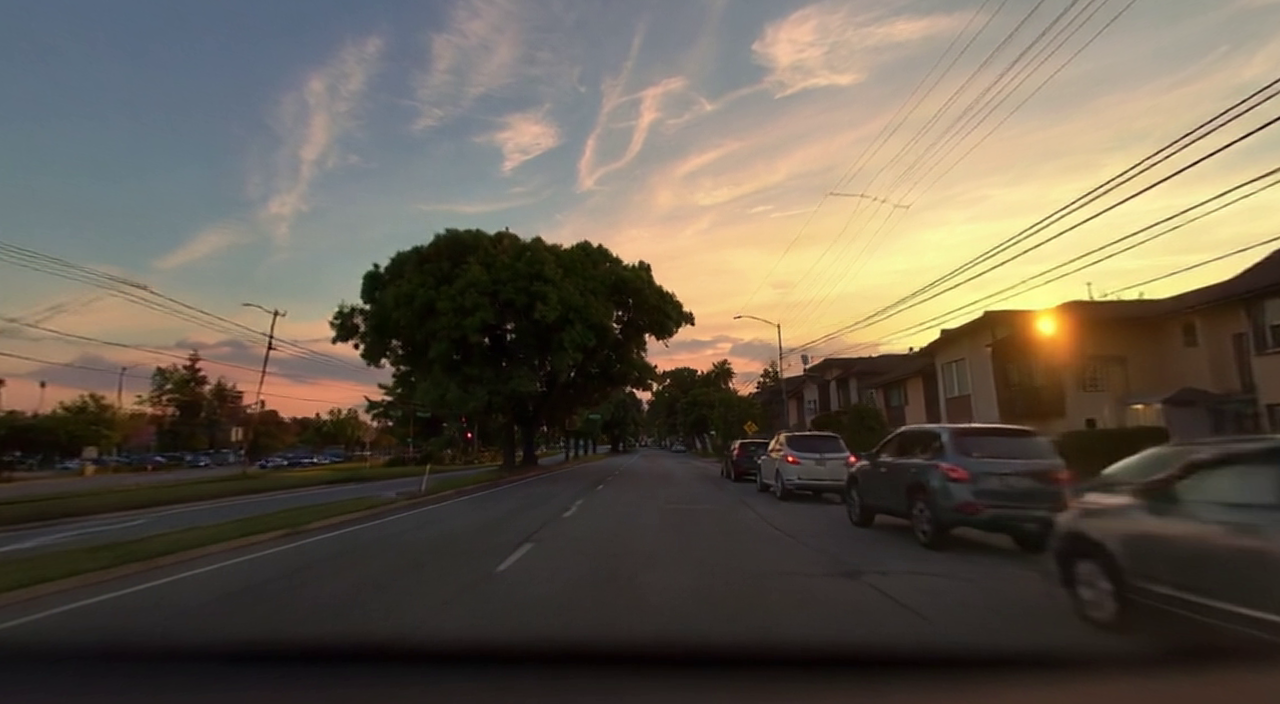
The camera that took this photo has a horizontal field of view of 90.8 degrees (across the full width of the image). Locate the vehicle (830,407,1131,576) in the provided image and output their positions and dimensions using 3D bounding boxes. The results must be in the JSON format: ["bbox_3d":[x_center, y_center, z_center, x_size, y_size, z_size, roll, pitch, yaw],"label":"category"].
[{"bbox_3d":[4.295,1.818,8.993,1.936,1.778,4.378,0,-9,2],"label":"vehicle"}]

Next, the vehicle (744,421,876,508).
[{"bbox_3d":[4.249,2.909,16.785,2.056,1.941,4.955,0,-8,-1],"label":"vehicle"}]

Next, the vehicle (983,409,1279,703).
[{"bbox_3d":[3.905,1.036,3.014,1.925,1.505,4.895,0,-8,2],"label":"vehicle"}]
